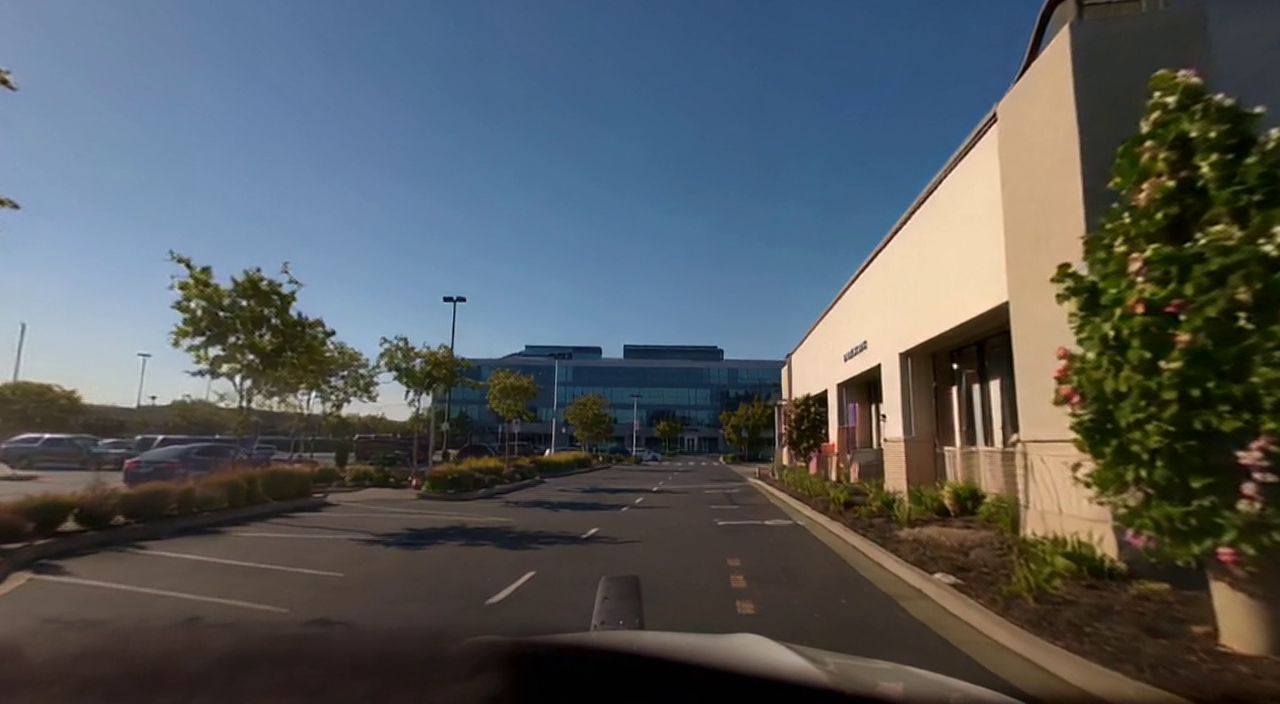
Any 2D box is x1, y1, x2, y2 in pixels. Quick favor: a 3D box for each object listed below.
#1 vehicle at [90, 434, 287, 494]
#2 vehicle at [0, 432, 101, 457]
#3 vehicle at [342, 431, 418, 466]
[{"bbox_3d":[-12.327,3.075,17.716,1.847,1.443,4.484,-1,-8,7],"label":"vehicle"},{"bbox_3d":[-36.701,5.795,39.429,1.858,1.449,4.296,-1,-8,10],"label":"vehicle"},{"bbox_3d":[-15.196,5.666,37.177,1.972,1.923,4.535,-1,-8,9],"label":"vehicle"}]
